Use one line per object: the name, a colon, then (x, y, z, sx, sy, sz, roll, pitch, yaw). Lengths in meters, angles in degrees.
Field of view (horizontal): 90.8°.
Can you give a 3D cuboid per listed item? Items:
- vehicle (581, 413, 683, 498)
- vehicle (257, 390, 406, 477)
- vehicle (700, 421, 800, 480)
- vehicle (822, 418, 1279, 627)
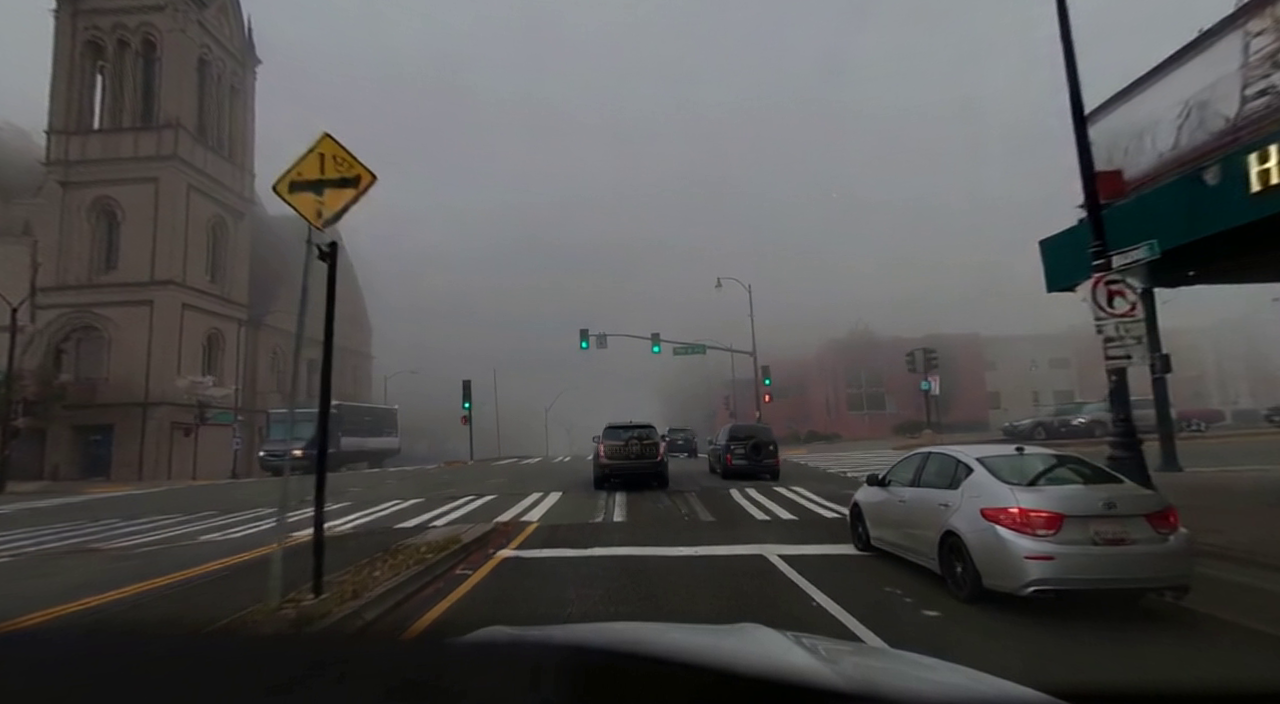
vehicle: (-0.290, 2.504, 15.572, 2.168, 1.776, 4.135, 0, -8, -3)
vehicle: (-15.157, 4.213, 32.154, 3.126, 3.773, 8.662, 0, -8, 0)
vehicle: (3.022, 2.812, 18.261, 1.890, 1.491, 4.166, 1, -8, -4)
vehicle: (3.610, 1.539, 6.794, 1.883, 1.472, 4.471, 0, -8, -1)
